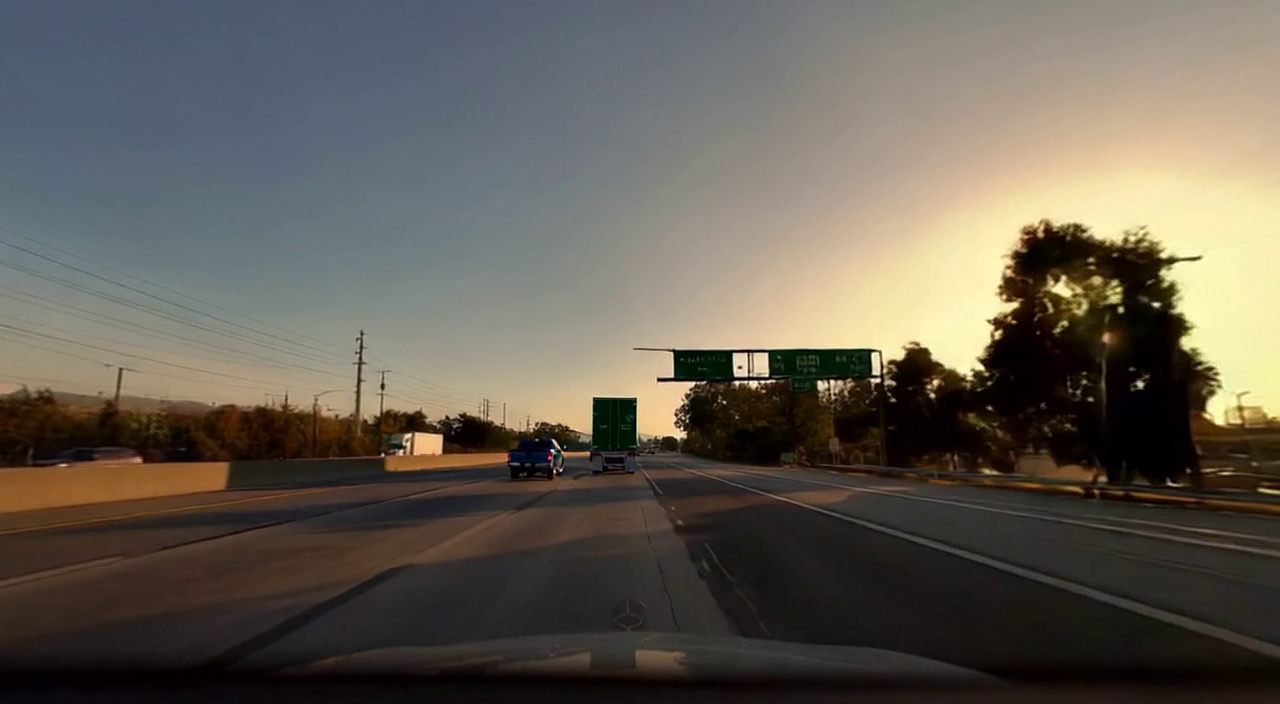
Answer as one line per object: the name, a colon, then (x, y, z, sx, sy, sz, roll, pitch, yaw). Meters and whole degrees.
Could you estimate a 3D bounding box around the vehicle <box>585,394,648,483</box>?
vehicle: (-1.253, 4.921, 35.517, 2.879, 4.085, 13.125, 0, -8, -1)

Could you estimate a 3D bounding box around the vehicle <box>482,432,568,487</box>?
vehicle: (-4.930, 4.754, 28.300, 2.749, 2.141, 6.515, 0, -8, -1)
